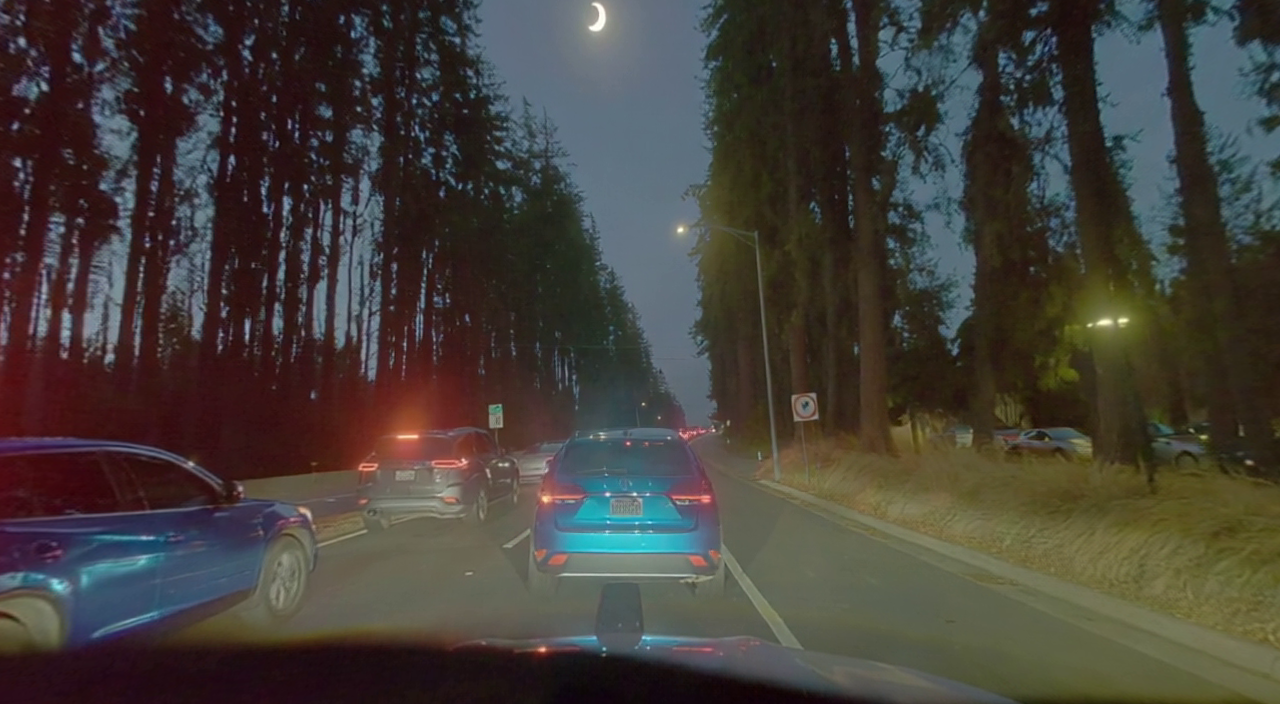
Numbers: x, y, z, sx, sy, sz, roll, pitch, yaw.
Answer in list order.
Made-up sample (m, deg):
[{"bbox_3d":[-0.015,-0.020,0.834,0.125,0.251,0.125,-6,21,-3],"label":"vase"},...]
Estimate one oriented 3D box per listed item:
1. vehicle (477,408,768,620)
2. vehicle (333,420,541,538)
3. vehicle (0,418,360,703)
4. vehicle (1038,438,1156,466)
[{"bbox_3d":[-0.041,1.527,6.865,2.229,1.591,3.897,-1,-8,3],"label":"vehicle"},{"bbox_3d":[-3.422,2.247,11.838,2.188,1.745,4.618,0,-8,2],"label":"vehicle"},{"bbox_3d":[-3.697,1.171,3.734,1.922,1.464,4.424,0,-8,2],"label":"vehicle"},{"bbox_3d":[28.466,6.214,39.451,5.955,1.702,2.166,1,-8,-6],"label":"vehicle"}]
